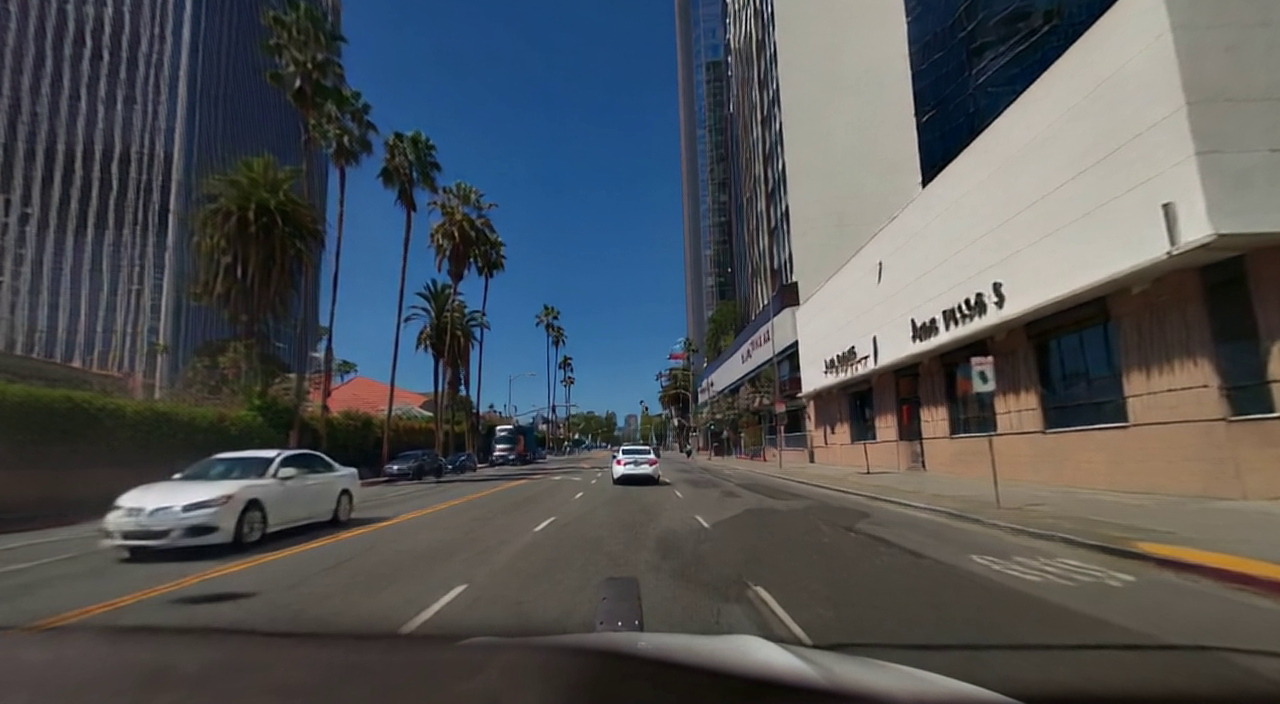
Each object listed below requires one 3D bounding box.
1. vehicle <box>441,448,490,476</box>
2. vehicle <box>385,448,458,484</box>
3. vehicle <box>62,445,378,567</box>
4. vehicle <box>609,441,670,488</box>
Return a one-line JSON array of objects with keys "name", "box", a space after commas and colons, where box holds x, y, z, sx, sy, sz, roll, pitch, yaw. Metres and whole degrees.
[{"name": "vehicle", "box": [-12.089, 7.648, 43.990, 1.981, 1.803, 4.835, 0, -8, 1]}, {"name": "vehicle", "box": [-12.316, 6.454, 35.947, 2.308, 1.839, 4.793, -1, -8, 2]}, {"name": "vehicle", "box": [-6.197, 2.258, 10.139, 1.951, 1.476, 4.452, -1, -8, 1]}, {"name": "vehicle", "box": [-0.033, 4.278, 24.278, 2.145, 1.632, 3.972, 0, -8, 0]}]
